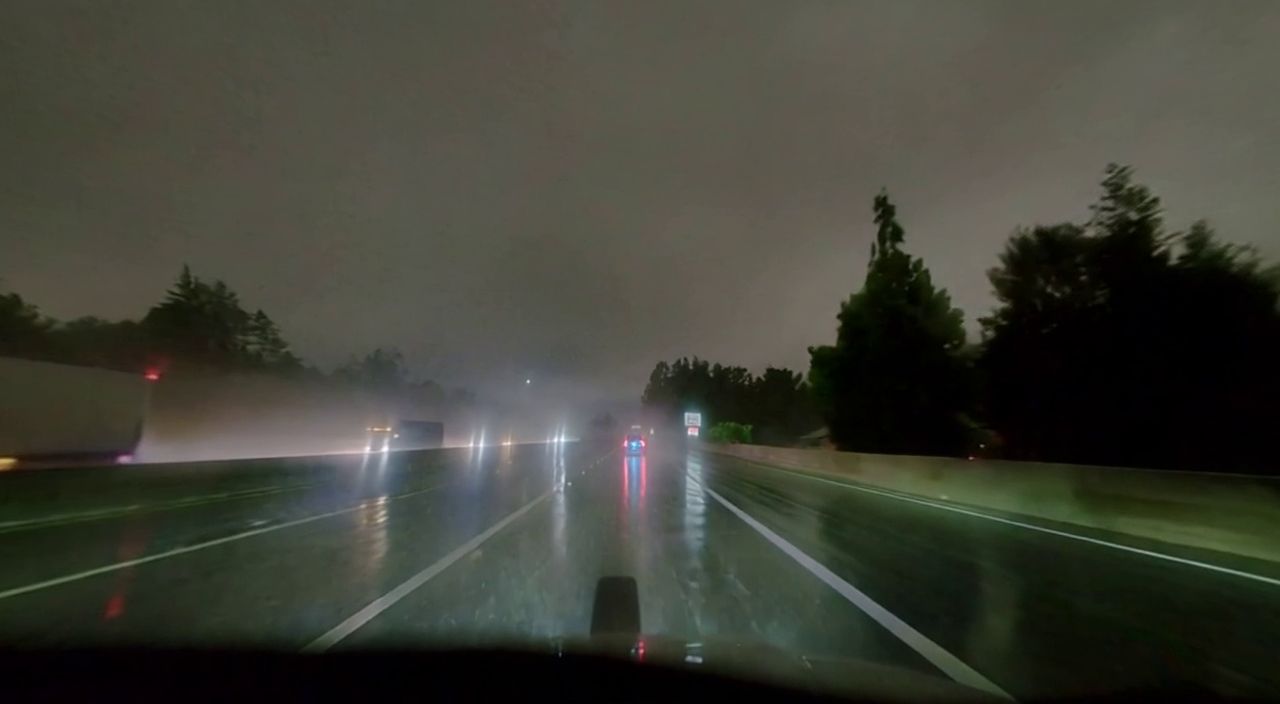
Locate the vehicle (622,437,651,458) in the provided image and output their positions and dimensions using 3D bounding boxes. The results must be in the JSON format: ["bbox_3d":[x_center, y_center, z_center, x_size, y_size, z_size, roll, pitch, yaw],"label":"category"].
[{"bbox_3d":[-0.333,7.012,46.409,2.028,1.440,3.690,0,-8,-2],"label":"vehicle"}]

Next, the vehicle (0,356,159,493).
[{"bbox_3d":[-18.754,1.740,15.361,2.854,3.673,14.630,0,-8,-1],"label":"vehicle"}]
